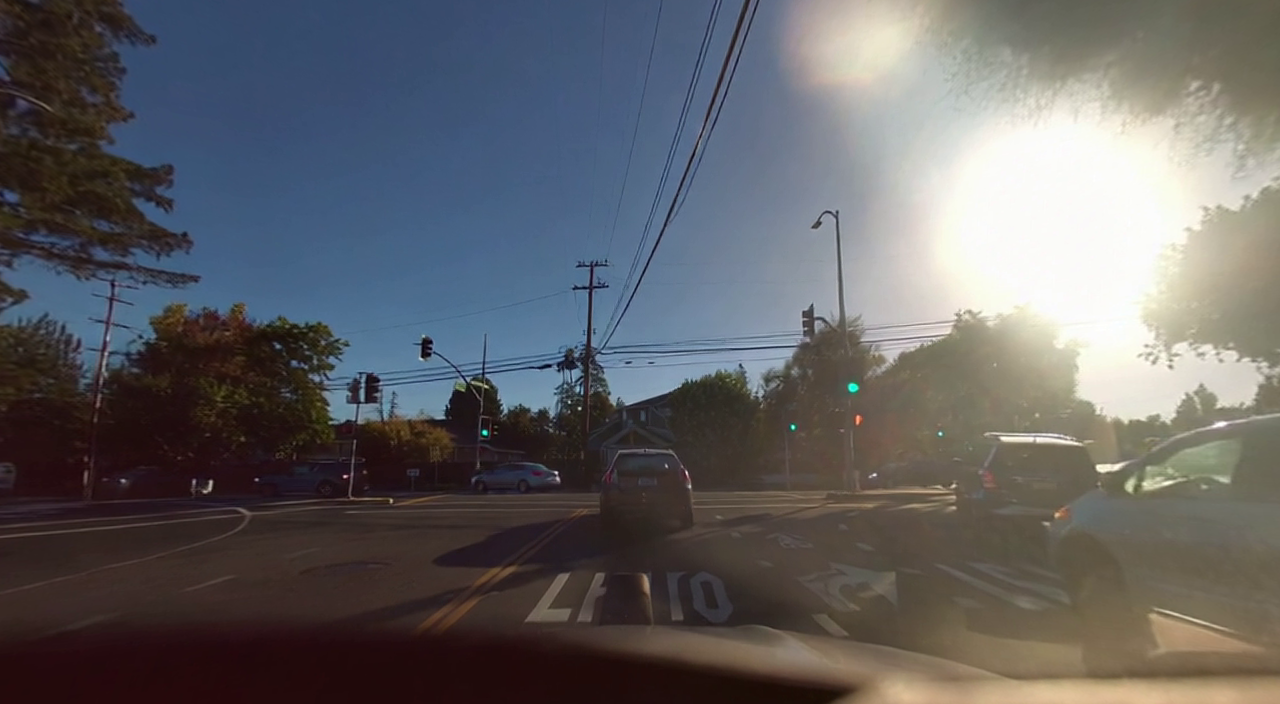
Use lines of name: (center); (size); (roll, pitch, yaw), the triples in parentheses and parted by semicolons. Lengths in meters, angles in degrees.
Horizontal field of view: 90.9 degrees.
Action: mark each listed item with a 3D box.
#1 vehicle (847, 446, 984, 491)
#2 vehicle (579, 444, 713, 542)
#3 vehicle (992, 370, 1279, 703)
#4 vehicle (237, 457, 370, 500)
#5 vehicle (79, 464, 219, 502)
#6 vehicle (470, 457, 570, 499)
vehicle: (11.022, 4.677, 25.536); (4.600, 1.722, 2.074); (-1, -8, 6)
vehicle: (0.062, 2.538, 12.140); (2.078, 1.506, 4.512); (0, -8, -1)
vehicle: (4.559, 1.112, 3.999); (2.095, 1.836, 4.895); (-1, -8, 4)
vehicle: (-13.892, 5.209, 26.134); (4.485, 1.625, 1.980); (-1, -8, 10)
vehicle: (-21.090, 5.605, 27.162); (4.736, 1.475, 1.921); (-1, -8, 9)
vehicle: (-5.091, 5.225, 26.444); (2.063, 1.492, 4.343); (8, -12, -43)
